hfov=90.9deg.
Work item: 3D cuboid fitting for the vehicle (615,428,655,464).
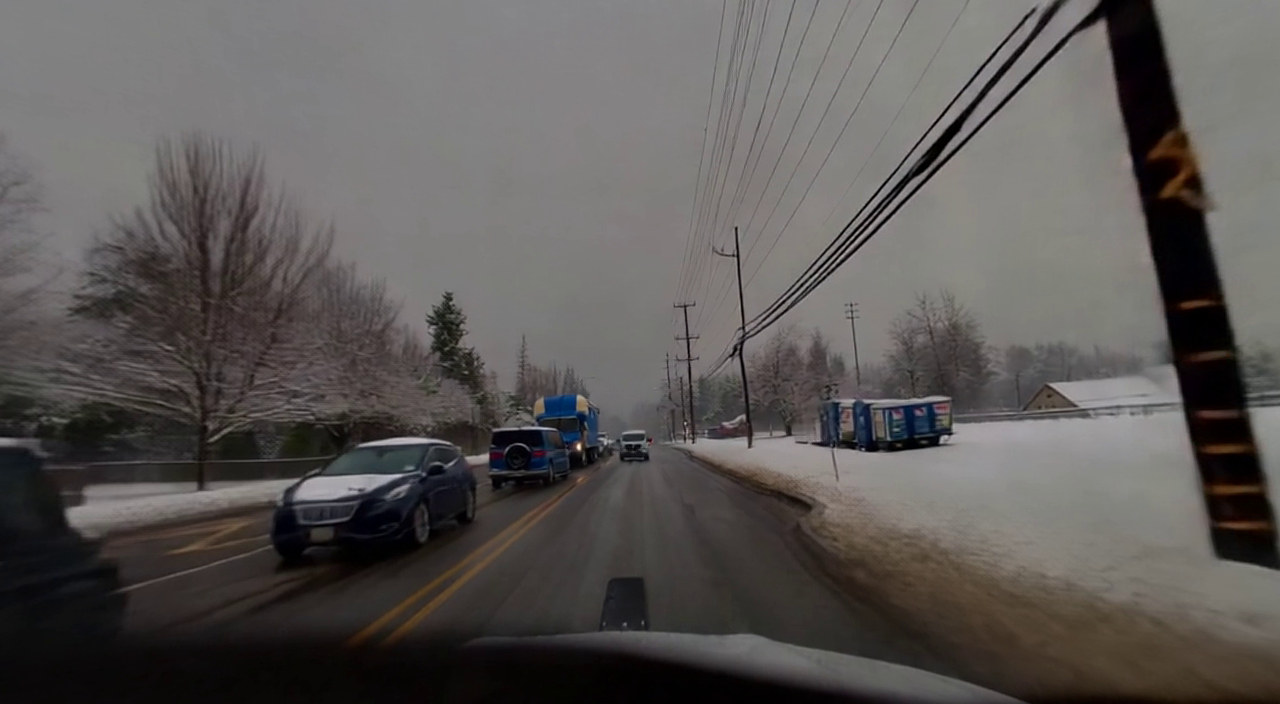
[{"bbox_3d":[-0.285,5.238,35.173,2.117,1.861,4.095,0,-8,-1],"label":"vehicle"}]

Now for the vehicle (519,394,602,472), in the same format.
[{"bbox_3d":[-3.708,4.086,31.538,3.120,3.393,7.945,0,-8,0],"label":"vehicle"}]

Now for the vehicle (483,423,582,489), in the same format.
[{"bbox_3d":[-3.218,3.230,19.971,2.187,1.821,4.748,0,-8,2],"label":"vehicle"}]

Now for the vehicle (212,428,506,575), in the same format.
[{"bbox_3d":[-3.327,1.842,8.677,1.966,1.466,4.473,0,-8,0],"label":"vehicle"}]

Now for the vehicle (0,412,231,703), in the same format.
[{"bbox_3d":[-3.624,0.877,1.710,1.972,1.486,4.547,0,-8,0],"label":"vehicle"}]
